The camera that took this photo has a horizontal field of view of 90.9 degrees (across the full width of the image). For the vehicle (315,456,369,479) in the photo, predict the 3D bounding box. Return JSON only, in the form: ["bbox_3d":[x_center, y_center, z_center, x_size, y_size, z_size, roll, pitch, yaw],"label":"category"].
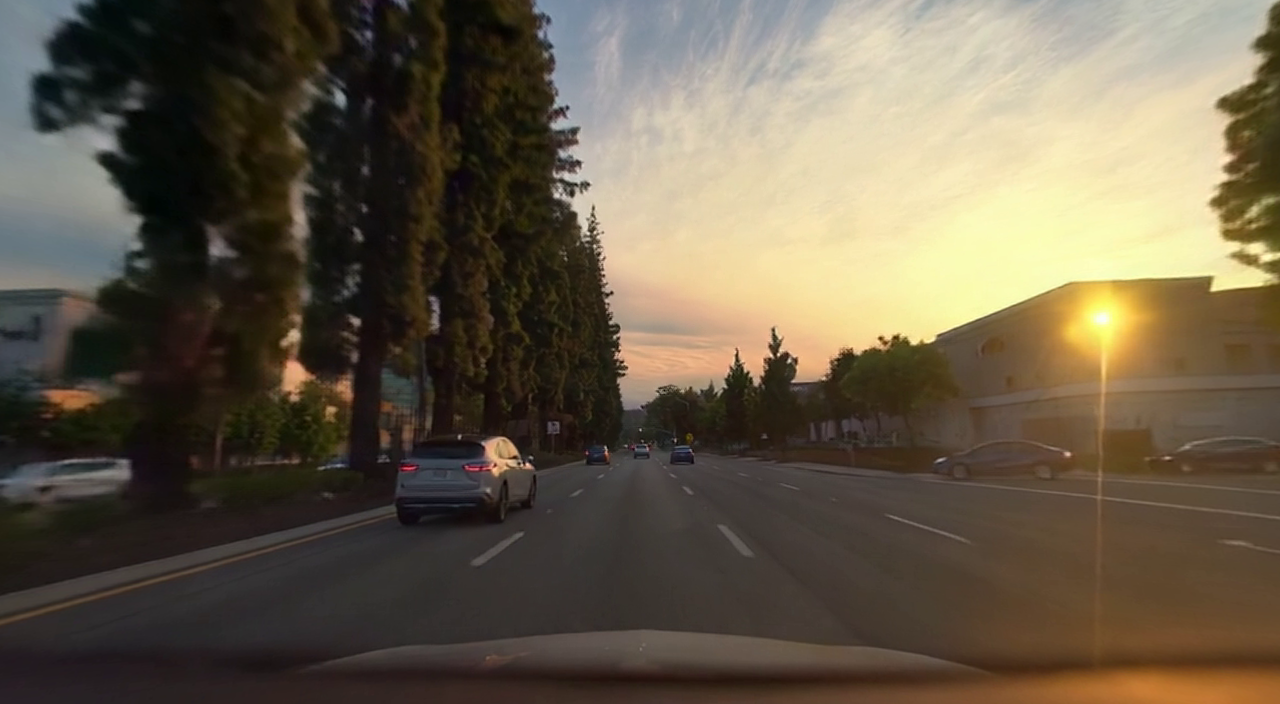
[{"bbox_3d":[-21.473,8.361,45.657,1.729,1.499,4.579,0,-9,-1],"label":"vehicle"}]

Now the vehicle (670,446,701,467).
[{"bbox_3d":[3.402,7.927,48.087,2.087,1.506,4.276,0,-9,0],"label":"vehicle"}]

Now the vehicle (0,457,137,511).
[{"bbox_3d":[-21.337,4.759,23.195,1.841,1.722,4.490,0,-9,0],"label":"vehicle"}]

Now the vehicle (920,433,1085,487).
[{"bbox_3d":[12.685,3.835,22.388,4.515,1.599,1.968,-5,-10,10],"label":"vehicle"}]

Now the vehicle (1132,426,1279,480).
[{"bbox_3d":[20.645,3.543,22.235,4.691,1.626,1.989,-3,-9,3],"label":"vehicle"}]

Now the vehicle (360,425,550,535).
[{"bbox_3d":[-3.140,2.288,11.894,2.121,1.656,4.559,0,-9,1],"label":"vehicle"}]
